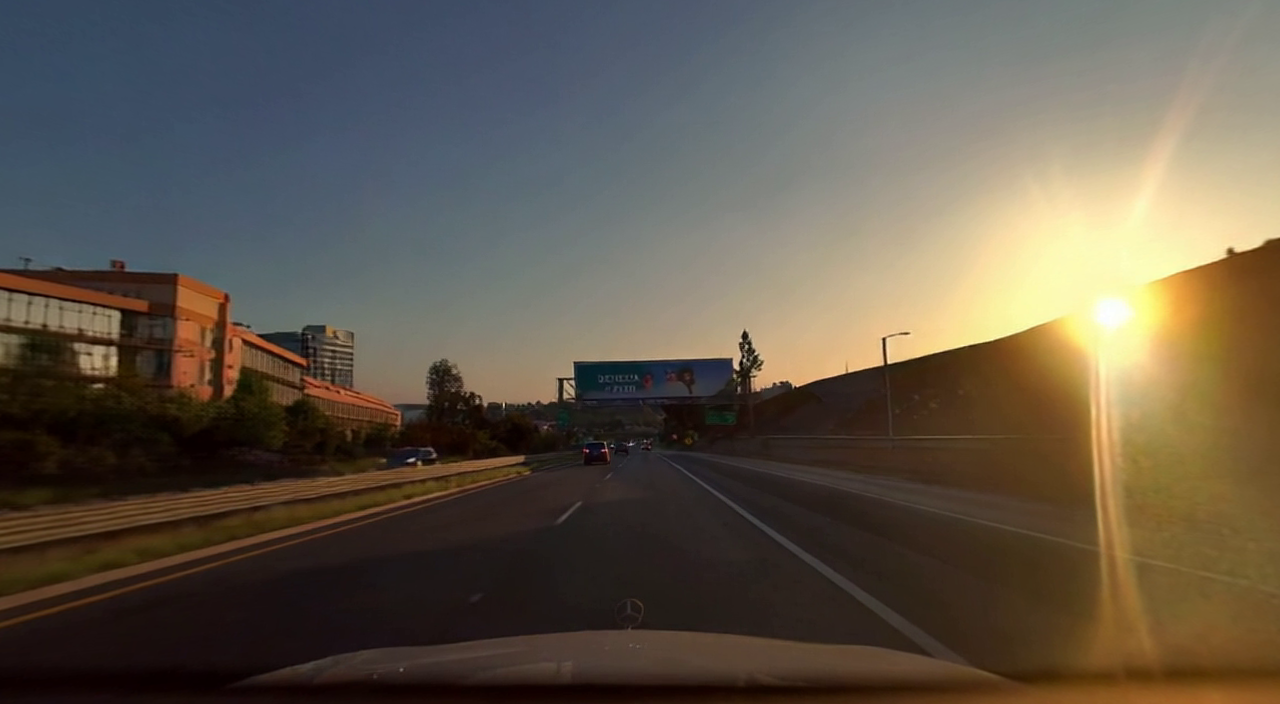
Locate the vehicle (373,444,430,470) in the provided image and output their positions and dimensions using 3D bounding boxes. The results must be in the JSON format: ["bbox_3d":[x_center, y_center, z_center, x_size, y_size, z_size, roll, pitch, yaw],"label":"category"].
[{"bbox_3d":[-16.758,7.401,44.546,2.022,1.697,4.856,-1,-8,1],"label":"vehicle"}]
